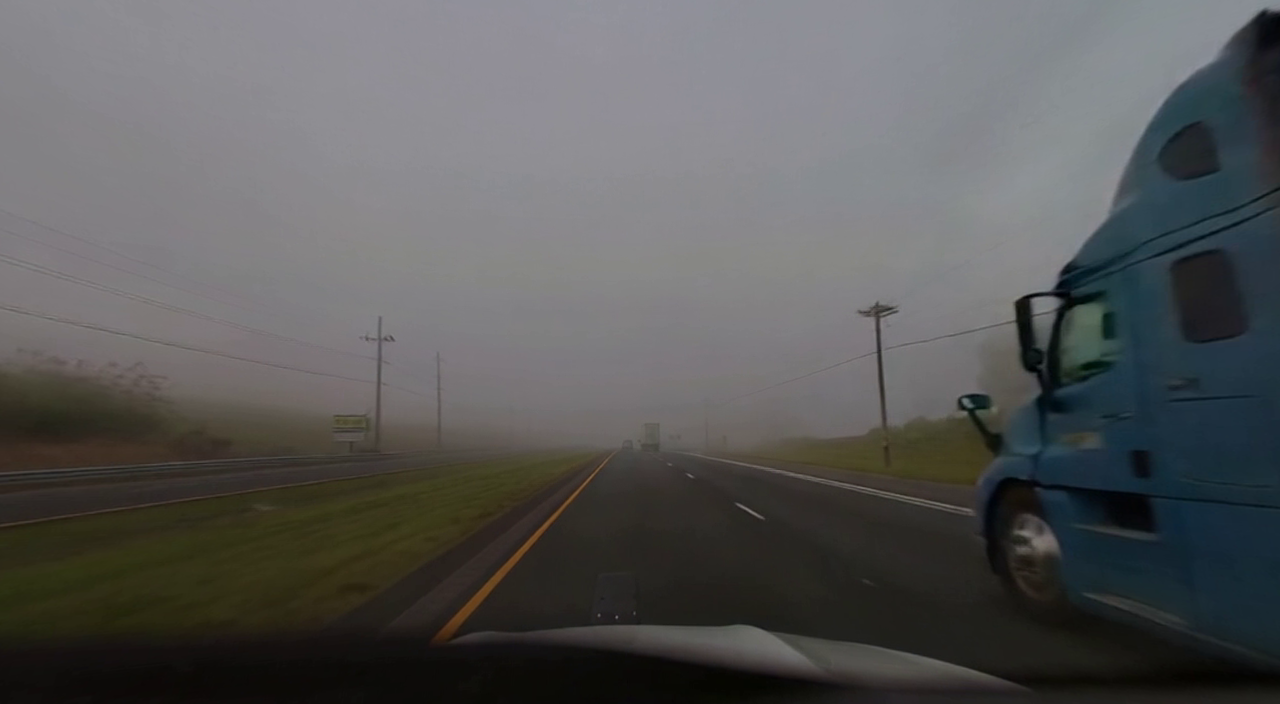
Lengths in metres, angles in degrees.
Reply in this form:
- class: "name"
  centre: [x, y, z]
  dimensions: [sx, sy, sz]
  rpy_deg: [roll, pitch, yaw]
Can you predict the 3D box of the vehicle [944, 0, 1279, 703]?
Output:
- class: "vehicle"
  centre: [4.133, -0.407, 0.429]
  dimensions: [3.037, 3.672, 9.136]
  rpy_deg: [0, -8, -1]
